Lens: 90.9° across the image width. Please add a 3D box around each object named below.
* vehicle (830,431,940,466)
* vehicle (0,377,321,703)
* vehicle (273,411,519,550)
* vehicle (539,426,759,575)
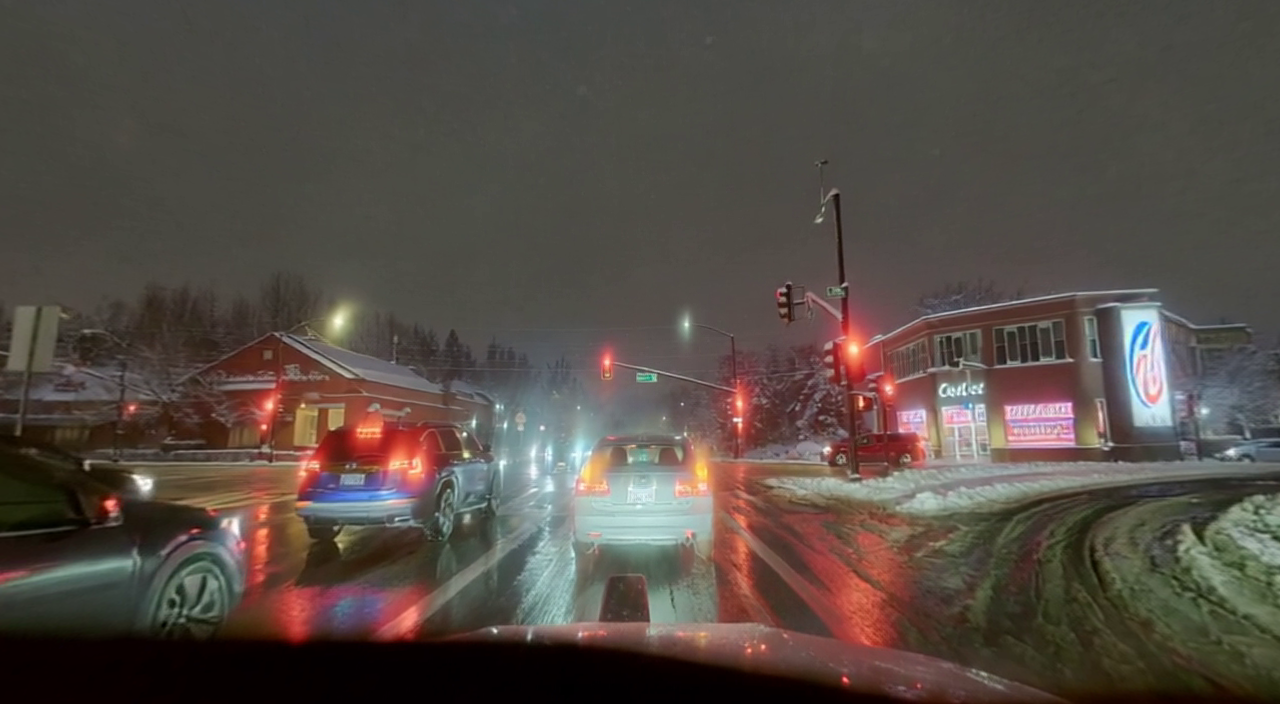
[{"bbox_3d":[12.960,5.128,33.593,5.032,1.762,1.982,0,-8,0],"label":"vehicle"},{"bbox_3d":[-3.330,0.860,2.277,2.029,1.517,4.375,0,-8,0],"label":"vehicle"},{"bbox_3d":[-3.443,1.899,9.974,2.009,1.704,4.230,-1,-8,3],"label":"vehicle"},{"bbox_3d":[0.174,1.820,8.501,2.258,1.507,3.896,-1,-8,3],"label":"vehicle"}]
